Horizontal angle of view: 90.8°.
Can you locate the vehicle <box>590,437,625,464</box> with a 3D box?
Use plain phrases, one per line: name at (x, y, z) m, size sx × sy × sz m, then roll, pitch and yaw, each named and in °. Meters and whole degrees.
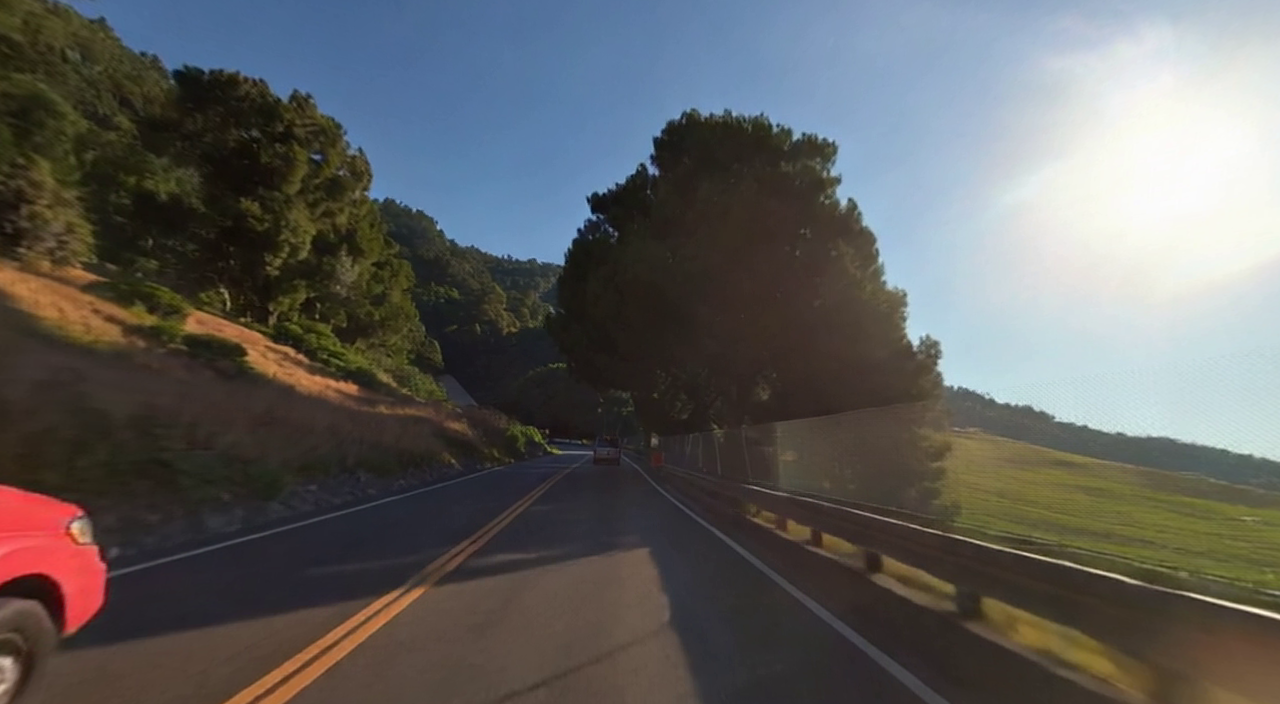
vehicle at (-2.506, 7.442, 47.876) m, size 2.439 × 1.912 × 5.605 m, roll 1°, pitch -9°, yaw -4°
